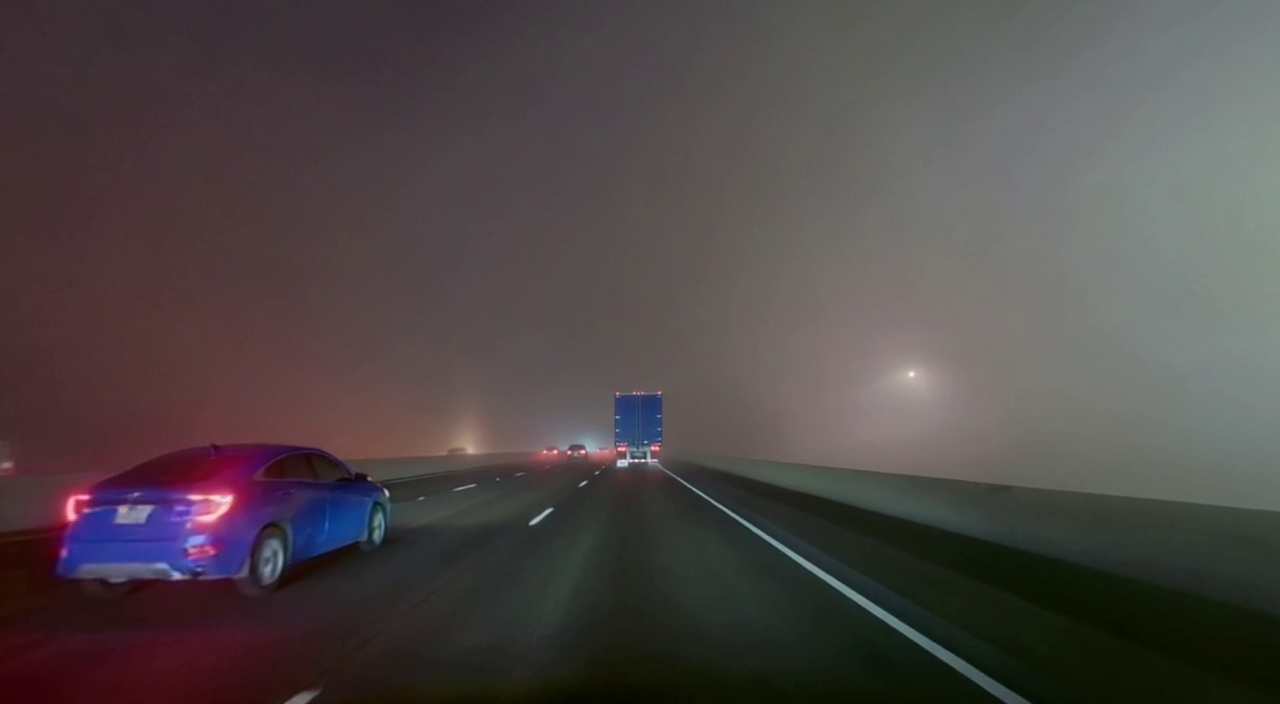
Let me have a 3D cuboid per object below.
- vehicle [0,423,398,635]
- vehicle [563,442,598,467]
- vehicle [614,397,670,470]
[{"bbox_3d":[-4.220,1.580,6.500,1.895,1.500,3.808,0,-9,0],"label":"vehicle"},{"bbox_3d":[-3.969,6.910,42.284,2.006,1.572,4.082,0,-9,-1],"label":"vehicle"},{"bbox_3d":[0.040,5.433,40.784,3.123,4.094,10.812,0,-9,-1],"label":"vehicle"}]
